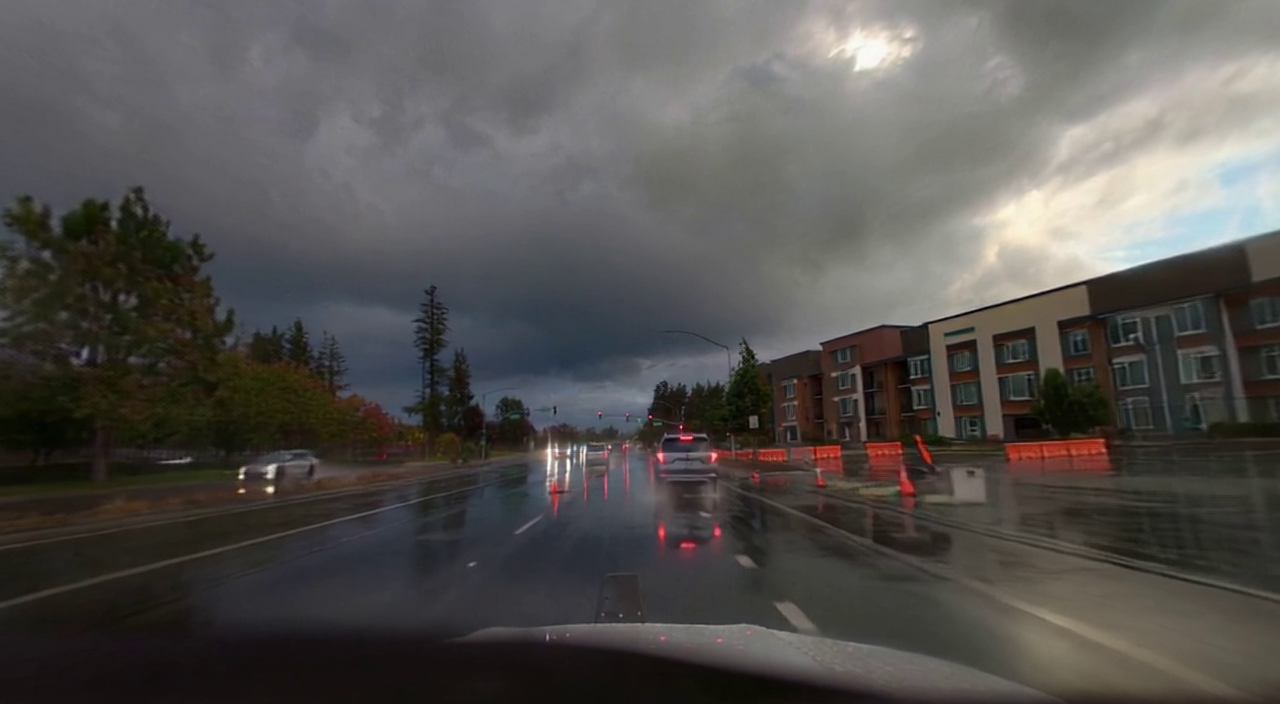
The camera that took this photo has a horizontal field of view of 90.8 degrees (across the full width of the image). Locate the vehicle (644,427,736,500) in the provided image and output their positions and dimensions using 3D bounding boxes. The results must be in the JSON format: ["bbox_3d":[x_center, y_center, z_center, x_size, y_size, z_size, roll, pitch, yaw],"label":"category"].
[{"bbox_3d":[1.269,3.142,18.167,2.197,1.835,4.316,0,-8,-1],"label":"vehicle"}]

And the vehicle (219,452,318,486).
[{"bbox_3d":[-18.001,5.661,30.917,1.883,1.494,4.795,0,-8,1],"label":"vehicle"}]

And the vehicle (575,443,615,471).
[{"bbox_3d":[-2.793,6.585,39.889,2.121,1.654,3.993,0,-8,1],"label":"vehicle"}]
